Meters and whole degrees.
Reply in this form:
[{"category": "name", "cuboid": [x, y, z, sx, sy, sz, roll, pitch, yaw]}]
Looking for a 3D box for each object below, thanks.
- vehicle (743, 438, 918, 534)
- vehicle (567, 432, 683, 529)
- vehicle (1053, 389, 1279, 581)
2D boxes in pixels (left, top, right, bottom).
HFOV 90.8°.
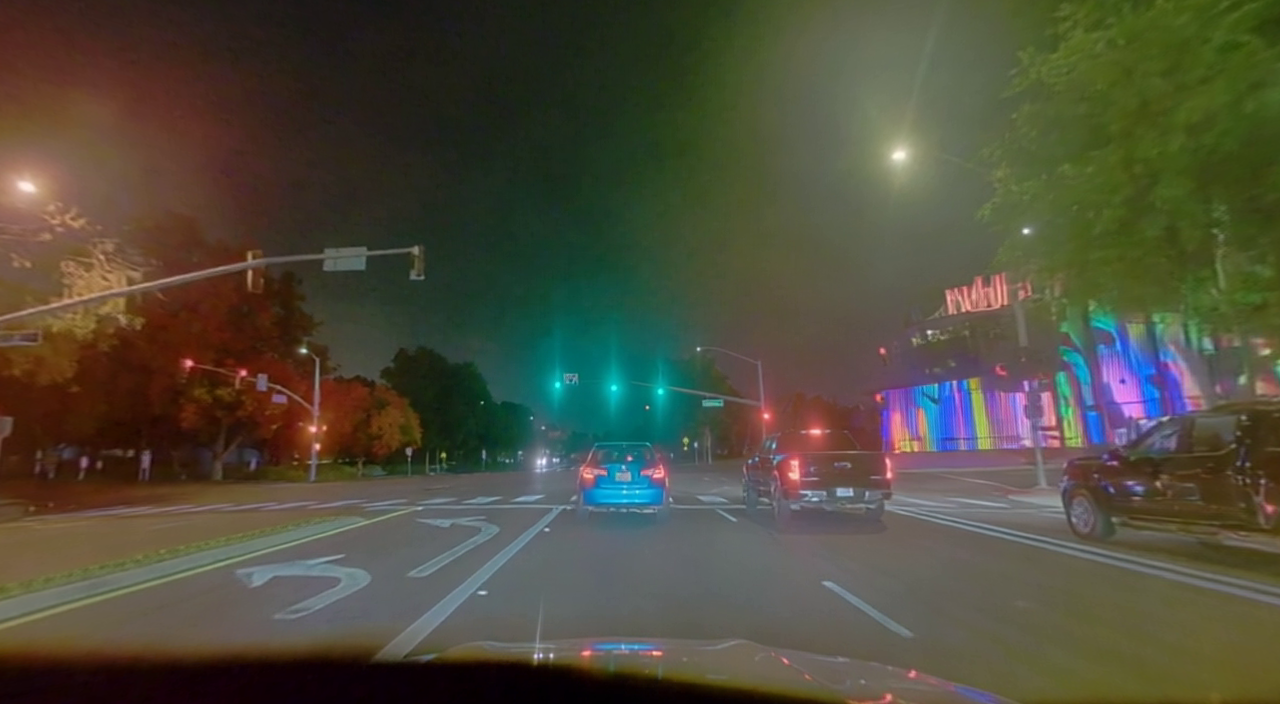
[{"category": "vehicle", "cuboid": [3.506, 2.534, 12.707, 1.955, 1.550, 4.587, 0, -8, -2]}, {"category": "vehicle", "cuboid": [-0.285, 2.534, 12.980, 2.037, 1.674, 3.693, 0, -8, -1]}, {"category": "vehicle", "cuboid": [7.580, 1.411, 6.850, 2.240, 1.923, 5.678, 0, -8, -1]}]
